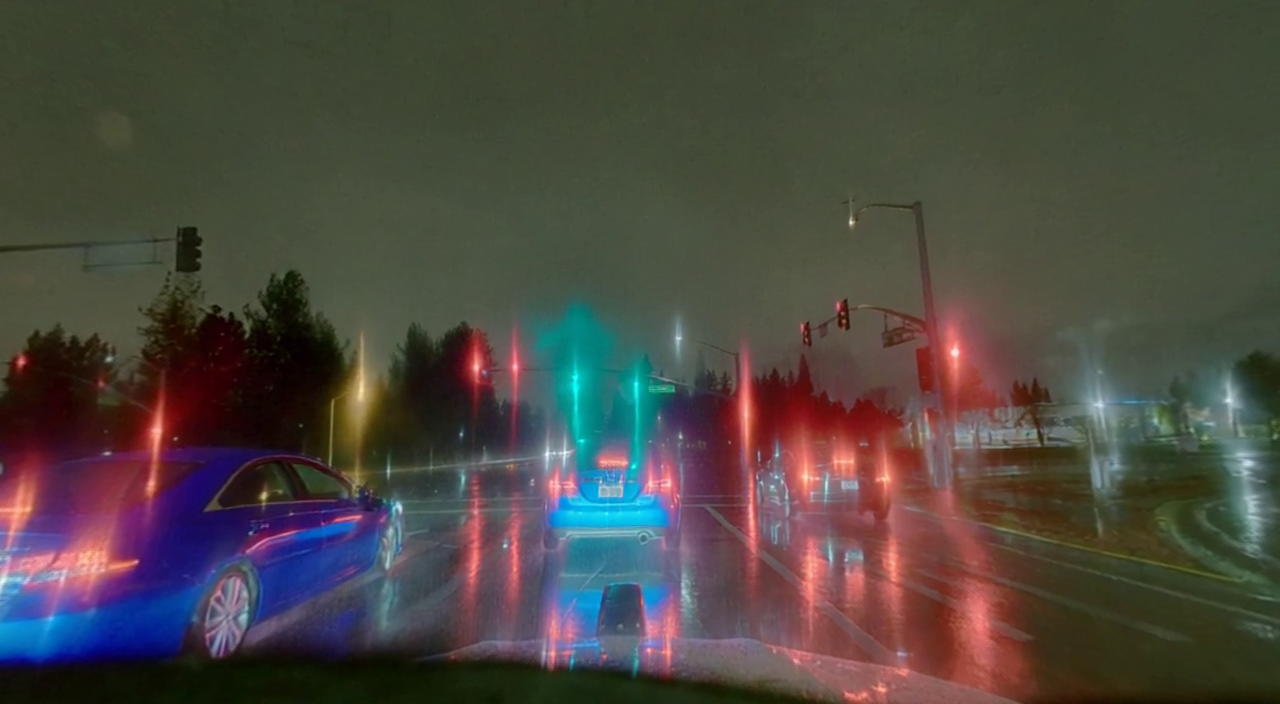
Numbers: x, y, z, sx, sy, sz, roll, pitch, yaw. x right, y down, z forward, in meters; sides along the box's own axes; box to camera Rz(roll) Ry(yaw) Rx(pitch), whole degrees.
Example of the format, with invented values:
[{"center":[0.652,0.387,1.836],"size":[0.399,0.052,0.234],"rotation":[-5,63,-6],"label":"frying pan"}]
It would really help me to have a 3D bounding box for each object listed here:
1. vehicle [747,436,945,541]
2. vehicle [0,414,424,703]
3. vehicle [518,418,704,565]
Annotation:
[{"center":[3.275,2.259,11.164],"size":[1.970,1.449,4.433],"rotation":[0,-8,0],"label":"vehicle"},{"center":[-3.581,1.358,5.155],"size":[2.052,1.472,4.479],"rotation":[0,-8,0],"label":"vehicle"},{"center":[-0.346,1.822,8.966],"size":[2.038,1.599,3.844],"rotation":[0,-8,-1],"label":"vehicle"}]
